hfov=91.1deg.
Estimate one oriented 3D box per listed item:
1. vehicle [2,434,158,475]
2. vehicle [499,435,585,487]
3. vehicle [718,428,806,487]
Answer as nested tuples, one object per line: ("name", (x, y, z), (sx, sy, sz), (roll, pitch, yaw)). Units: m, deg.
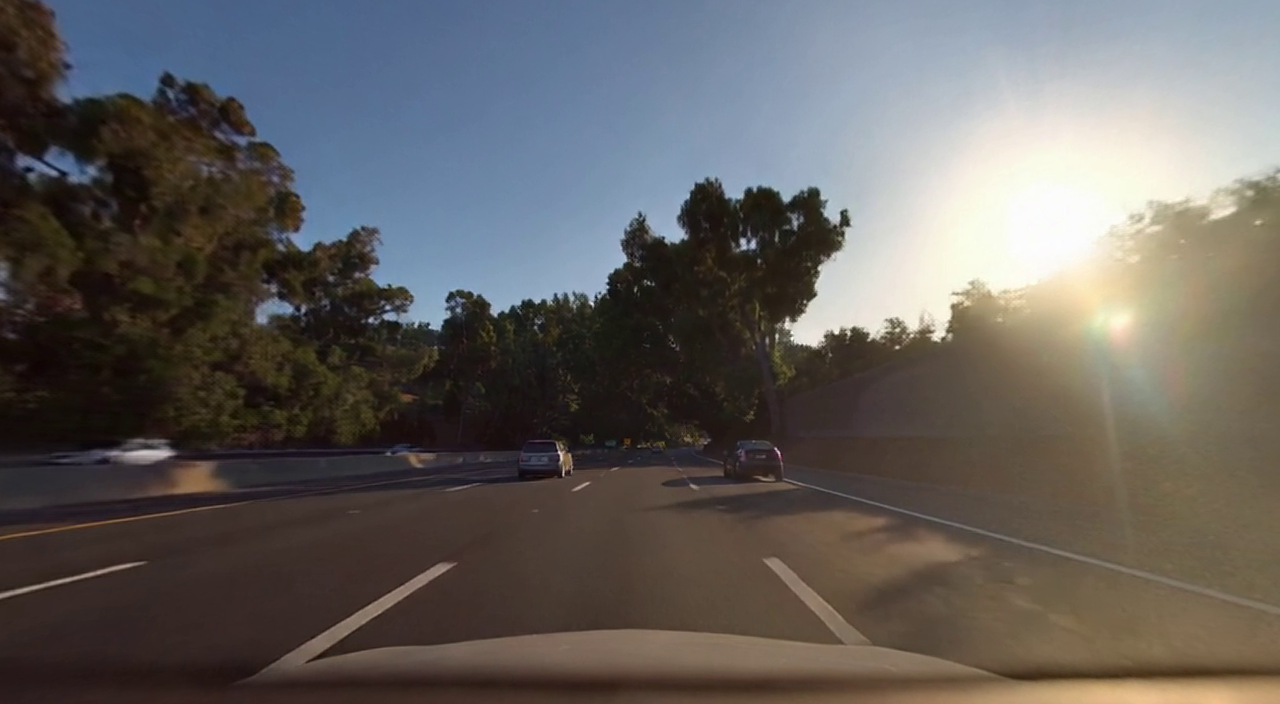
("vehicle", (-24.468, 4.509, 27.790), (1.959, 1.618, 5.251), (0, -8, 2))
("vehicle", (-3.244, 3.703, 21.698), (2.166, 1.608, 4.297), (0, -8, 2))
("vehicle", (4.090, 3.627, 21.853), (2.149, 1.796, 4.487), (0, -8, 0))
